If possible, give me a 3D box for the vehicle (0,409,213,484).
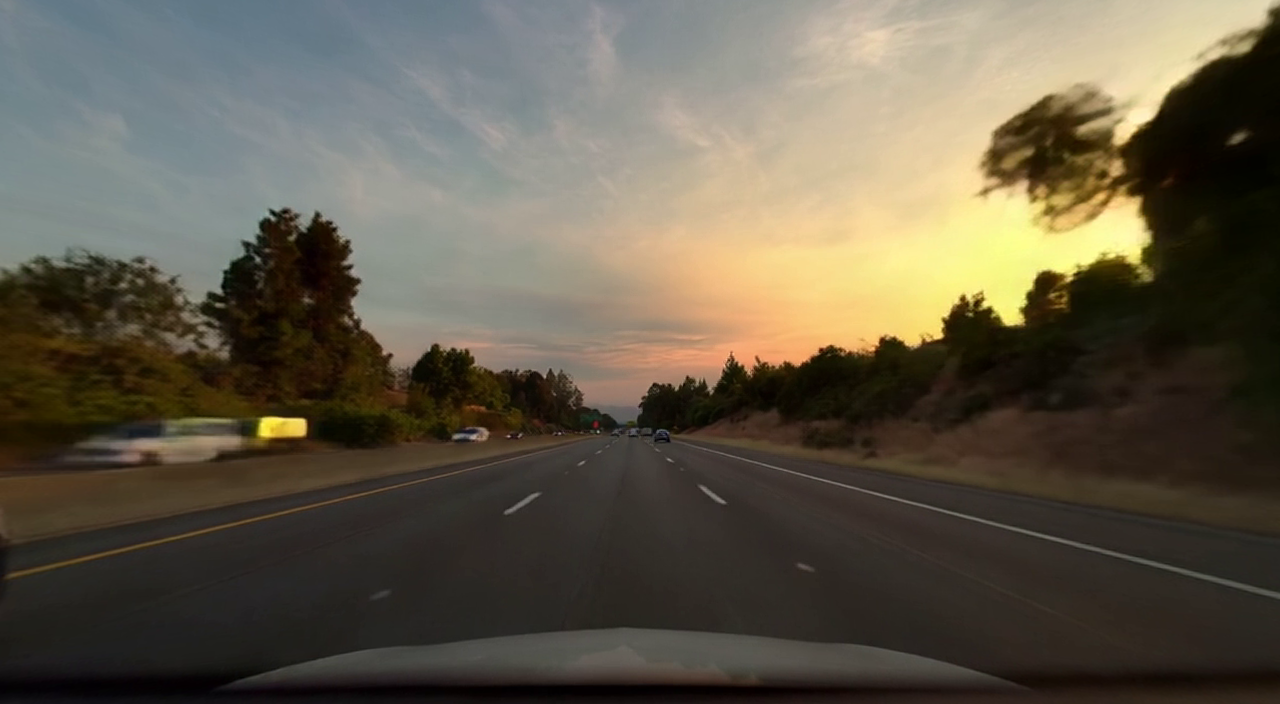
[{"bbox_3d":[-14.265,2.505,17.022,2.091,1.734,4.809,0,-8,-2],"label":"vehicle"}]

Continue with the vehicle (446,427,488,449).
[{"bbox_3d":[-13.222,6.607,48.255,1.968,1.561,4.517,0,-8,0],"label":"vehicle"}]

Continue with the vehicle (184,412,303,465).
[{"bbox_3d":[-21.781,4.809,35.021,2.214,2.624,6.869,0,-8,-1],"label":"vehicle"}]
